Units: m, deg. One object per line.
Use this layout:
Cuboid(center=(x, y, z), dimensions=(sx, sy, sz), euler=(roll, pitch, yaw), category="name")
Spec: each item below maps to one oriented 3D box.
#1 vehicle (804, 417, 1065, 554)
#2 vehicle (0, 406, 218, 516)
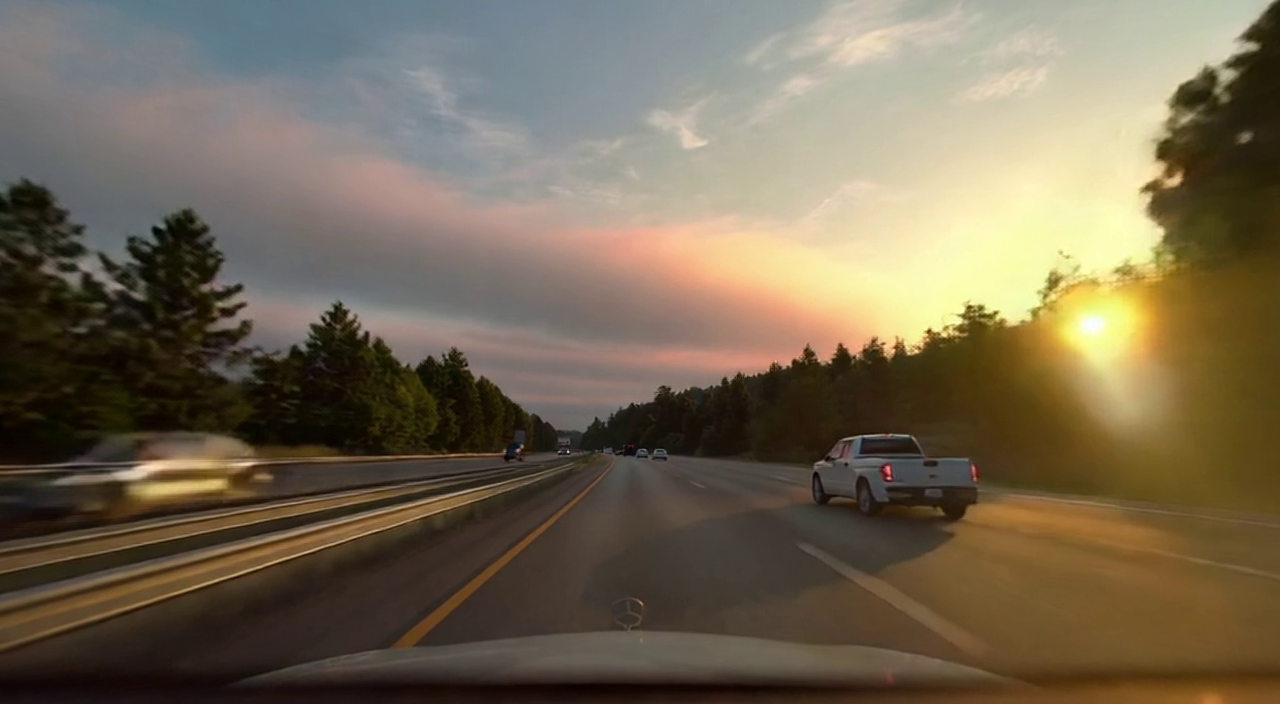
Cuboid(center=(4.212, 1.988, 10.037), dimensions=(1.933, 1.663, 4.440), euler=(0, -9, -1), category="vehicle")
Cuboid(center=(-9.105, 1.698, 9.990), dimensions=(1.852, 1.394, 4.228), euler=(0, -9, 0), category="vehicle")
